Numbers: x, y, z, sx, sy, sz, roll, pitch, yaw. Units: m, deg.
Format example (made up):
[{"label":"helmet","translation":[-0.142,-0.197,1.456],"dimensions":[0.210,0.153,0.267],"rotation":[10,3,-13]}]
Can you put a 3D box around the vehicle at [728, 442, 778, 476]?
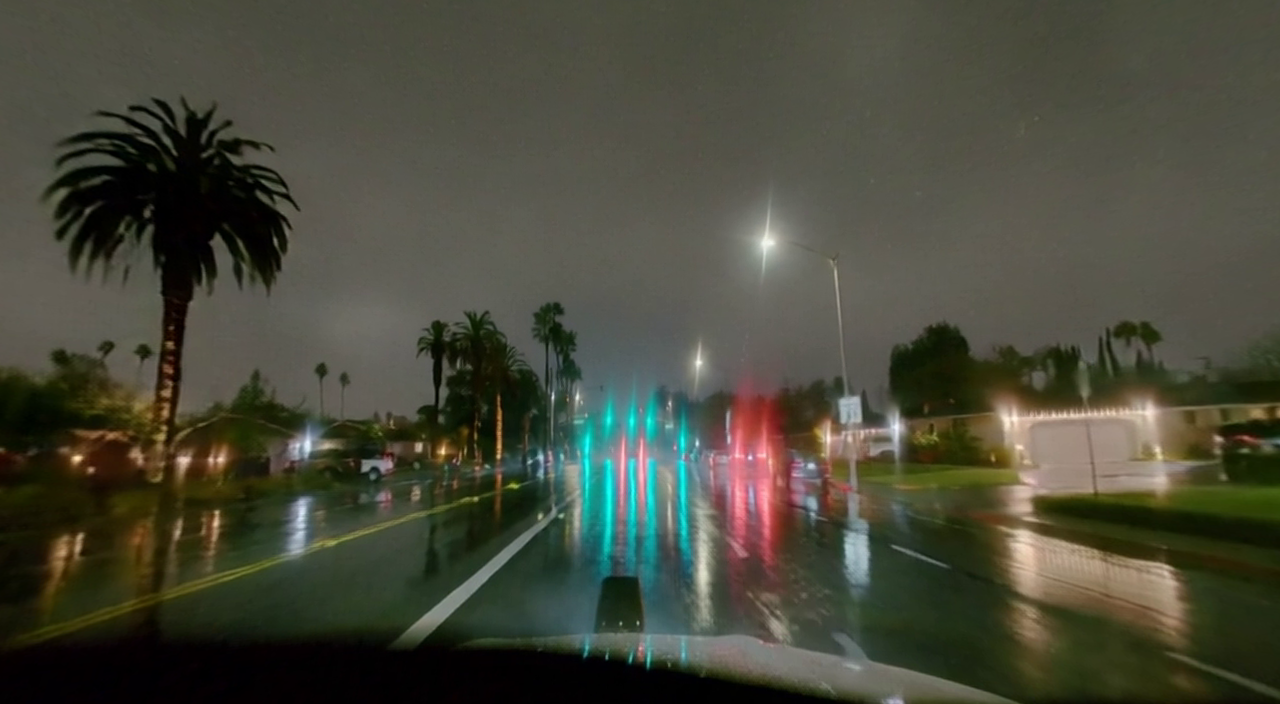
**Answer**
[{"label":"vehicle","translation":[6.590,6.307,37.470],"dimensions":[2.035,1.822,5.449],"rotation":[-1,-9,1]}]

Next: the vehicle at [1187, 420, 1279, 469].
[{"label":"vehicle","translation":[24.540,3.600,24.493],"dimensions":[2.135,1.787,4.888],"rotation":[0,-9,-2]}]

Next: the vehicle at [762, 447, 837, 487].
[{"label":"vehicle","translation":[6.569,4.760,26.620],"dimensions":[1.947,1.505,4.759],"rotation":[-1,-9,1]}]

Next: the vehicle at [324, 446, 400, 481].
[{"label":"vehicle","translation":[-17.224,6.898,39.469],"dimensions":[2.185,1.993,5.054],"rotation":[-1,-9,3]}]

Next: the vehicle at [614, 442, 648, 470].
[{"label":"vehicle","translation":[-0.632,7.259,44.175],"dimensions":[2.248,1.833,4.798],"rotation":[0,-9,-1]}]

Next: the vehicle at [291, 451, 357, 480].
[{"label":"vehicle","translation":[-19.884,7.131,39.950],"dimensions":[1.931,1.641,4.146],"rotation":[-1,-9,1]}]
